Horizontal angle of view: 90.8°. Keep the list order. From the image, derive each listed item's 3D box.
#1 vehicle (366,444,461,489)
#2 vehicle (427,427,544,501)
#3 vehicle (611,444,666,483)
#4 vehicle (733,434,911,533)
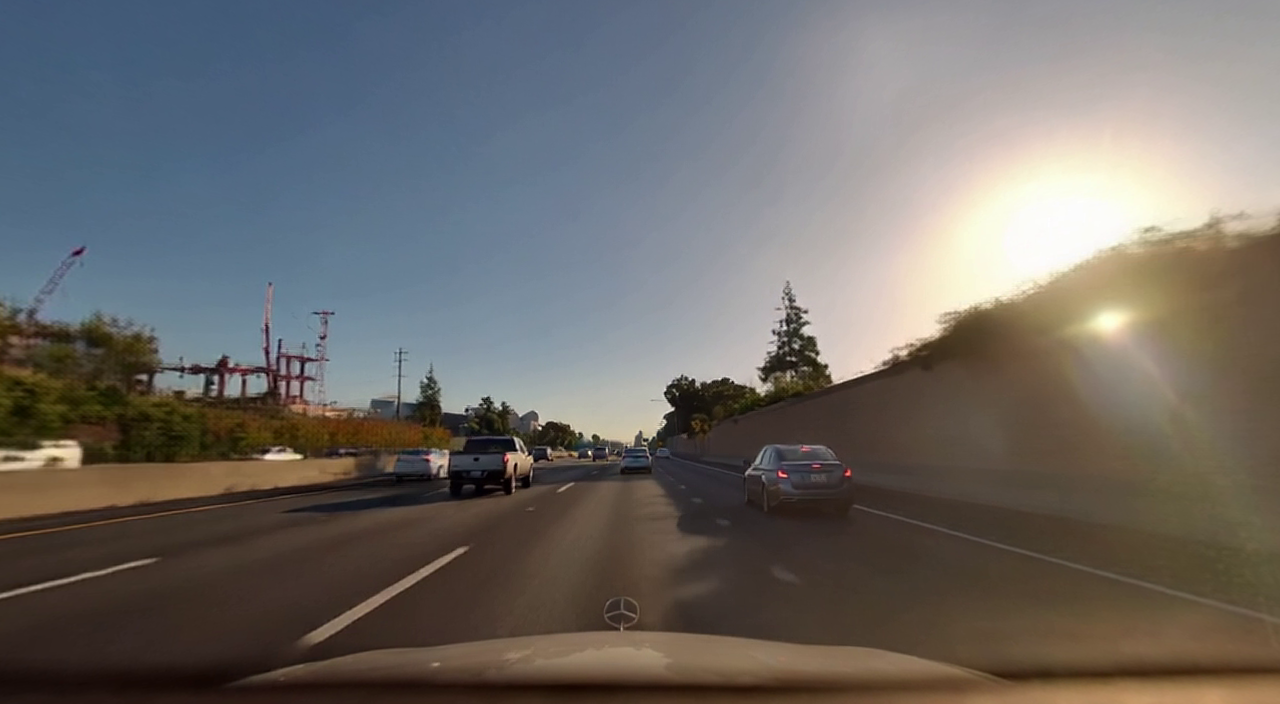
[{"bbox_3d":[-8.231,4.169,23.447,1.908,1.476,4.342,0,-8,0],"label":"vehicle"},{"bbox_3d":[-4.058,3.020,17.456,2.121,1.775,4.335,0,-8,0],"label":"vehicle"},{"bbox_3d":[-0.093,4.518,25.885,2.045,1.452,4.040,0,-8,-1],"label":"vehicle"},{"bbox_3d":[3.156,2.368,12.081,1.917,1.507,4.540,0,-8,-2],"label":"vehicle"}]
